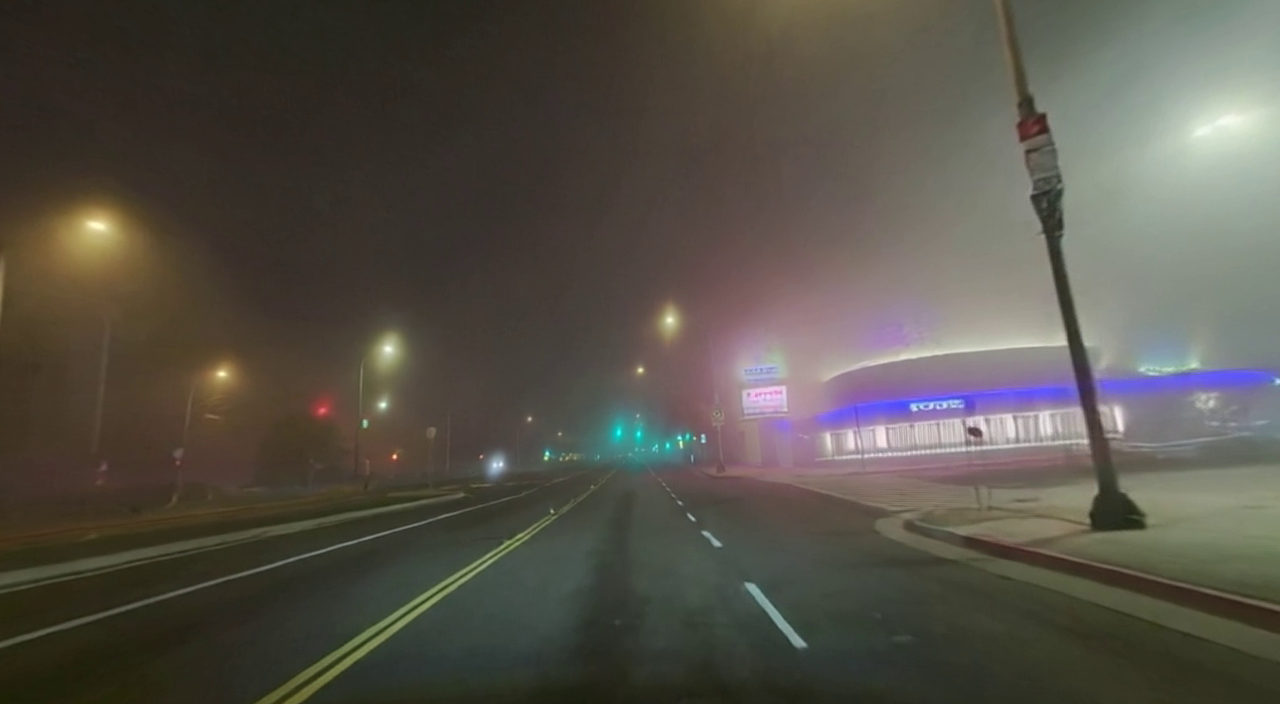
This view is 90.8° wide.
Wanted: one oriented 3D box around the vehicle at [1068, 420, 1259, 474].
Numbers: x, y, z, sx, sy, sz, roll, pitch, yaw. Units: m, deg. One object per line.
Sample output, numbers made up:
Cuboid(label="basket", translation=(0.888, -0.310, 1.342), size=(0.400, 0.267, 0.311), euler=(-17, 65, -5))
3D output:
Cuboid(label="vehicle", translation=(16.345, 2.968, 19.776), size=(5.091, 1.528, 1.972), euler=(2, -10, -17))
